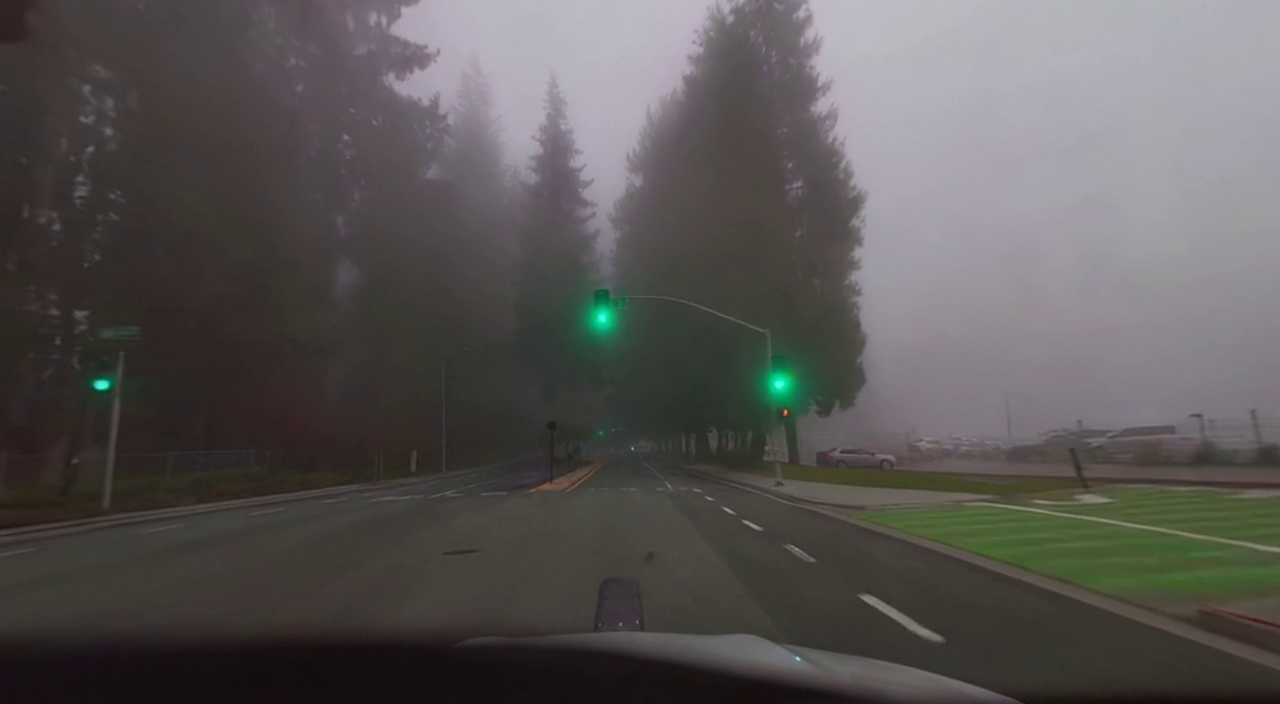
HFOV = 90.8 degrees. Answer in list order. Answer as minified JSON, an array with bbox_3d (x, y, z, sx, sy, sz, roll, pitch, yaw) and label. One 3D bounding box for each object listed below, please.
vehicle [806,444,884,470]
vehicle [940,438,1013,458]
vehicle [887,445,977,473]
[{"bbox_3d":[14.035,7.242,43.494,4.725,1.716,2.003,0,-11,4],"label":"vehicle"},{"bbox_3d":[26.373,7.564,49.615,4.603,1.484,1.891,0,-10,-1],"label":"vehicle"},{"bbox_3d":[15.246,5.619,33.138,3.914,1.415,1.626,0,-9,2],"label":"vehicle"}]
